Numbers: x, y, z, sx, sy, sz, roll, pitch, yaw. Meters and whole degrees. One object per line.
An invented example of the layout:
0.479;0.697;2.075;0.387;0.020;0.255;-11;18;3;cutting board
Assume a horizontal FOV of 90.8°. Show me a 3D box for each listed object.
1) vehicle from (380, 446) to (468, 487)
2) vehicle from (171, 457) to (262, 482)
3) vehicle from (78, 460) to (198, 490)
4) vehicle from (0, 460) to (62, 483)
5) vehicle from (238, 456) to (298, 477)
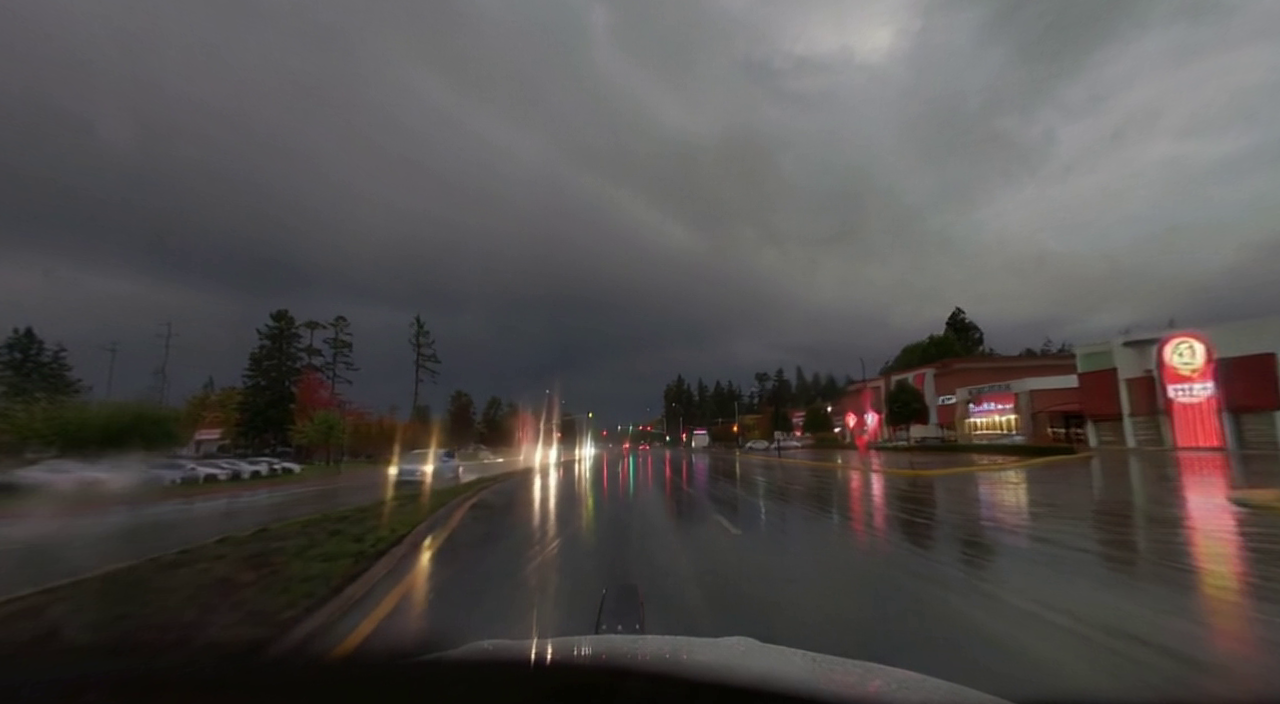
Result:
-8.698;4.621;25.889;1.959;1.505;4.622;0;-9;0;vehicle
-28.392;7.862;42.534;4.740;1.480;1.923;2;-10;-20;vehicle
-28.165;6.892;35.643;4.893;1.460;1.986;4;-10;-26;vehicle
-47.420;9.103;48.089;4.717;1.614;1.990;0;-9;0;vehicle
-28.567;8.830;48.606;3.753;1.432;1.665;3;-11;-26;vehicle
